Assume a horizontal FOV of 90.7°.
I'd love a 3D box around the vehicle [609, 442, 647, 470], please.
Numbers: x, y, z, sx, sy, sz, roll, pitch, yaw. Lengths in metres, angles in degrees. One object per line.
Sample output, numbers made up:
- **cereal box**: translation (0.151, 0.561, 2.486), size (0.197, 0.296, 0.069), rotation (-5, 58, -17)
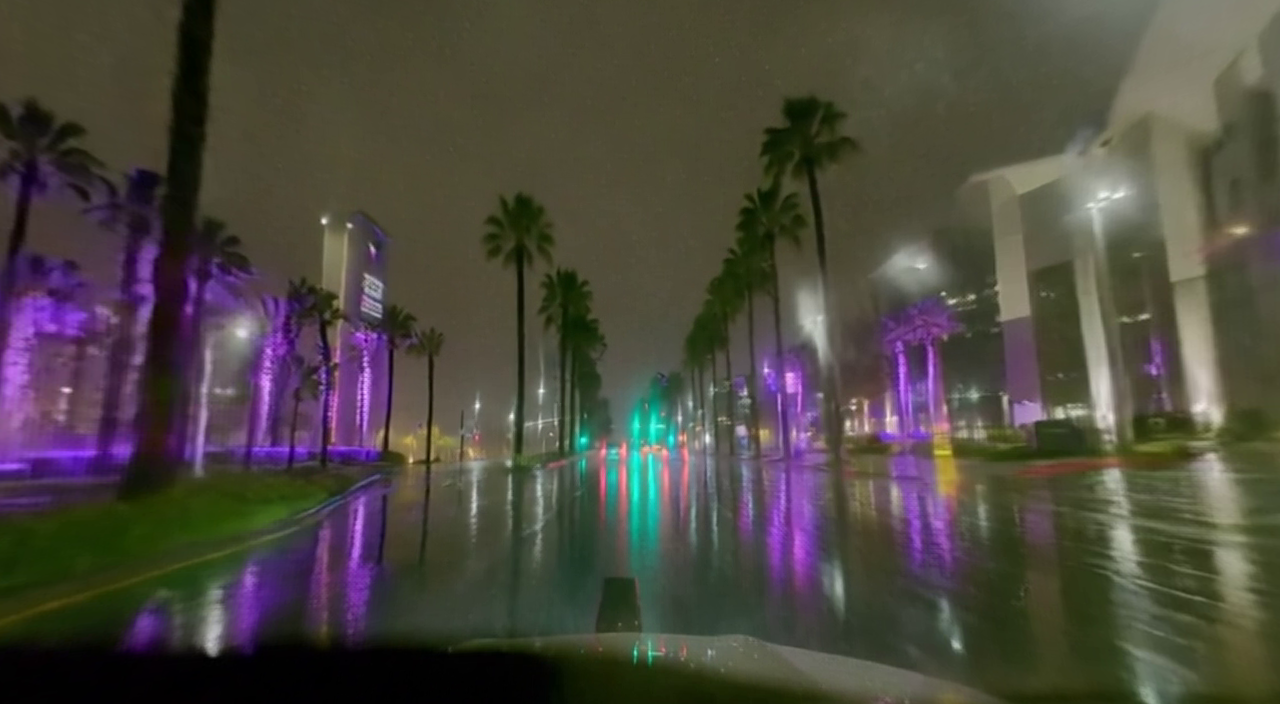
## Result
- **vehicle**: translation (-0.682, 6.586, 40.219), size (2.160, 1.615, 4.117), rotation (-1, -9, 2)
